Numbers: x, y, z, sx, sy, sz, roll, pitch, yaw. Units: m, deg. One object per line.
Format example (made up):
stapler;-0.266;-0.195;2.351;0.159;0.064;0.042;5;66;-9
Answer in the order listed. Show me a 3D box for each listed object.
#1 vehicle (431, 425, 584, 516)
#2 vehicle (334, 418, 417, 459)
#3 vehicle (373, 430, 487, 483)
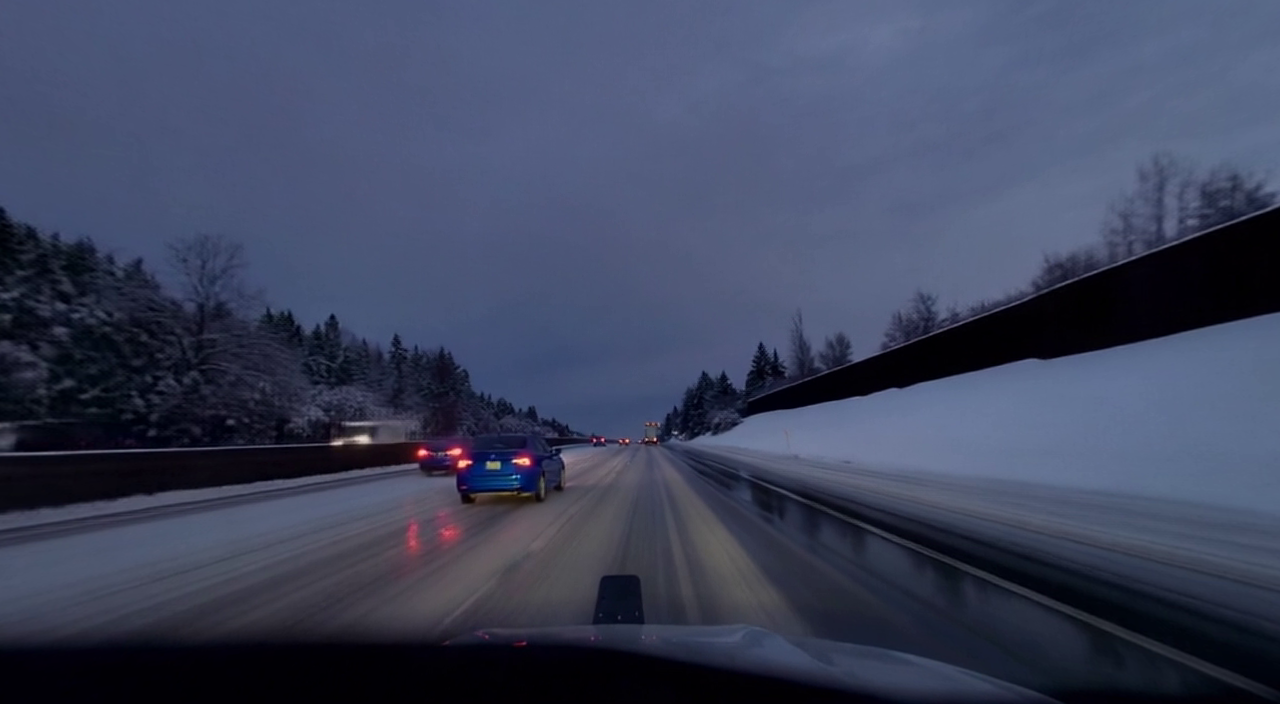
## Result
vehicle;-2.383;2.230;12.423;2.079;1.500;3.881;0;-8;2
vehicle;-16.025;5.314;38.581;2.313;2.318;6.262;0;-8;1
vehicle;-6.503;3.274;20.062;2.084;1.494;4.404;0;-8;1
